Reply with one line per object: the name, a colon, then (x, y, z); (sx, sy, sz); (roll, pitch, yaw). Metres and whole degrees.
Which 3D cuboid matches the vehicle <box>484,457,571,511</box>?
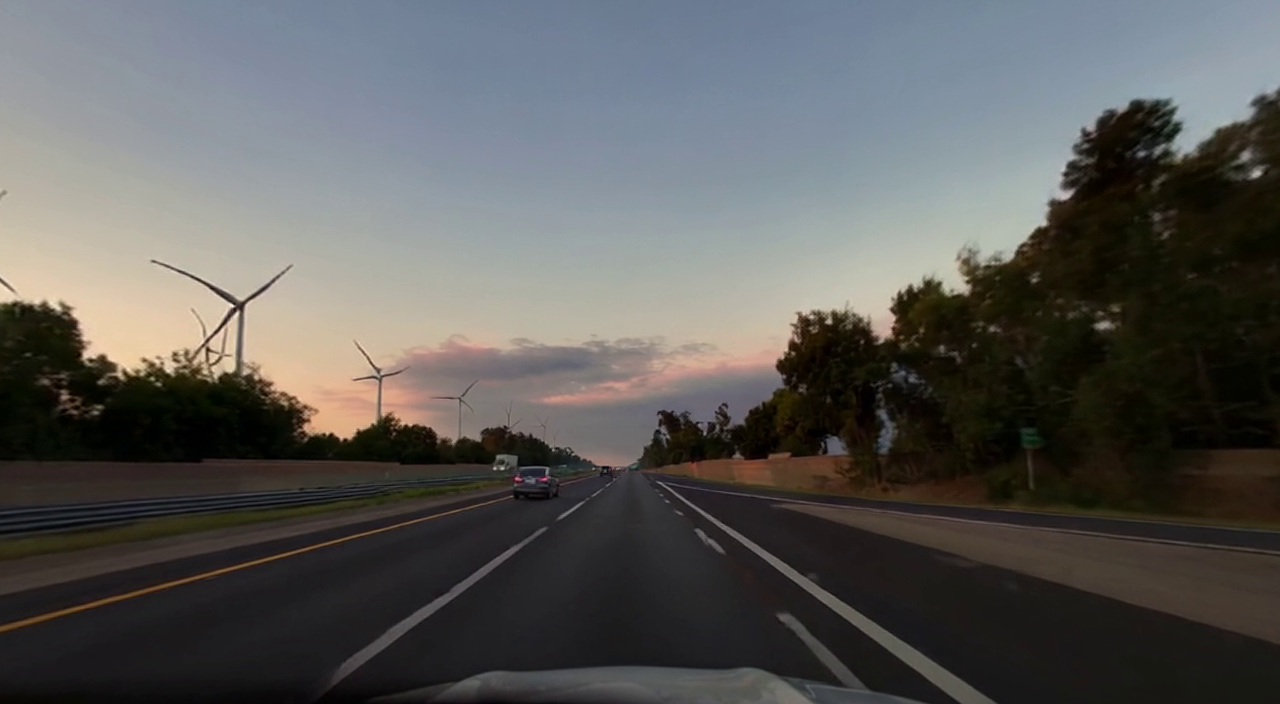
vehicle: (-3.496, 4.227, 20.349); (2.001, 1.486, 4.104); (1, -10, 0)
